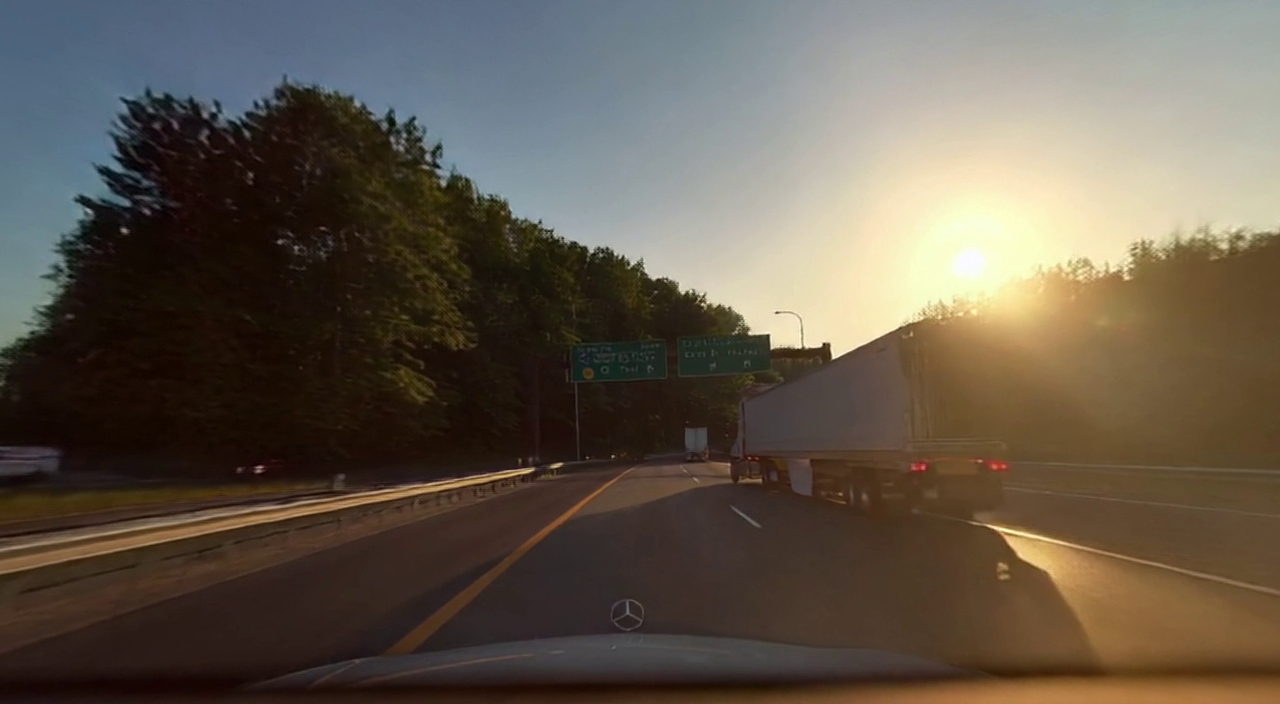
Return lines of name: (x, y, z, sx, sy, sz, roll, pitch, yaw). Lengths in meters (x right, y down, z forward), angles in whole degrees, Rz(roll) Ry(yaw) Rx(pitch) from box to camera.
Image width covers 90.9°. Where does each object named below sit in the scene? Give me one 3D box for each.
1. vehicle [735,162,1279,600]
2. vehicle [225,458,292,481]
vehicle: (4.406, 1.245, 12.644, 2.859, 3.984, 14.045, 0, -9, 0)
vehicle: (-26.476, 8.137, 43.877, 1.793, 1.433, 4.368, 0, -9, 2)
